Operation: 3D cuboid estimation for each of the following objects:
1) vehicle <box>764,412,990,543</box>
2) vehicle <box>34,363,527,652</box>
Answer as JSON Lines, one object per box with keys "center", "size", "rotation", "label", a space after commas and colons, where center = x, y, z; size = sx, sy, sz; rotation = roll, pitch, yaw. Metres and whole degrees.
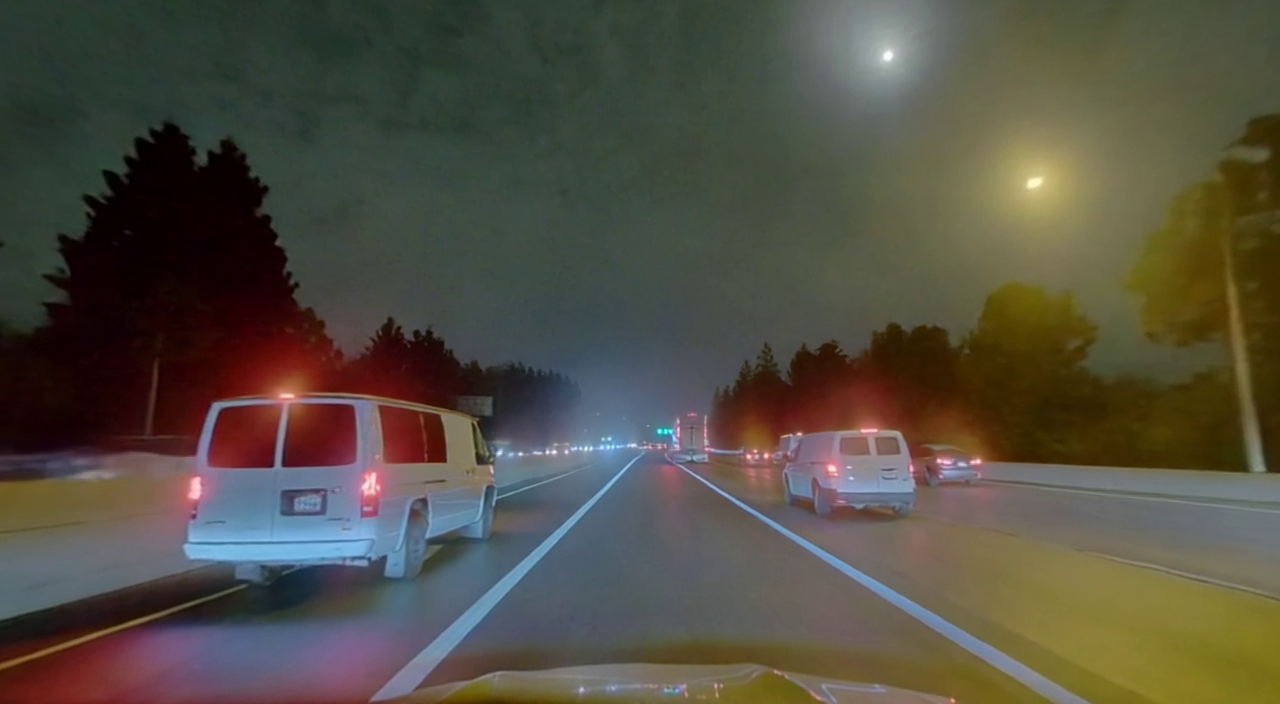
{"center": [3.866, 2.146, 11.440], "size": [2.209, 1.862, 4.717], "rotation": [0, -8, 0], "label": "vehicle"}
{"center": [-2.899, 1.423, 6.969], "size": [2.159, 1.922, 5.345], "rotation": [0, -8, 2], "label": "vehicle"}
